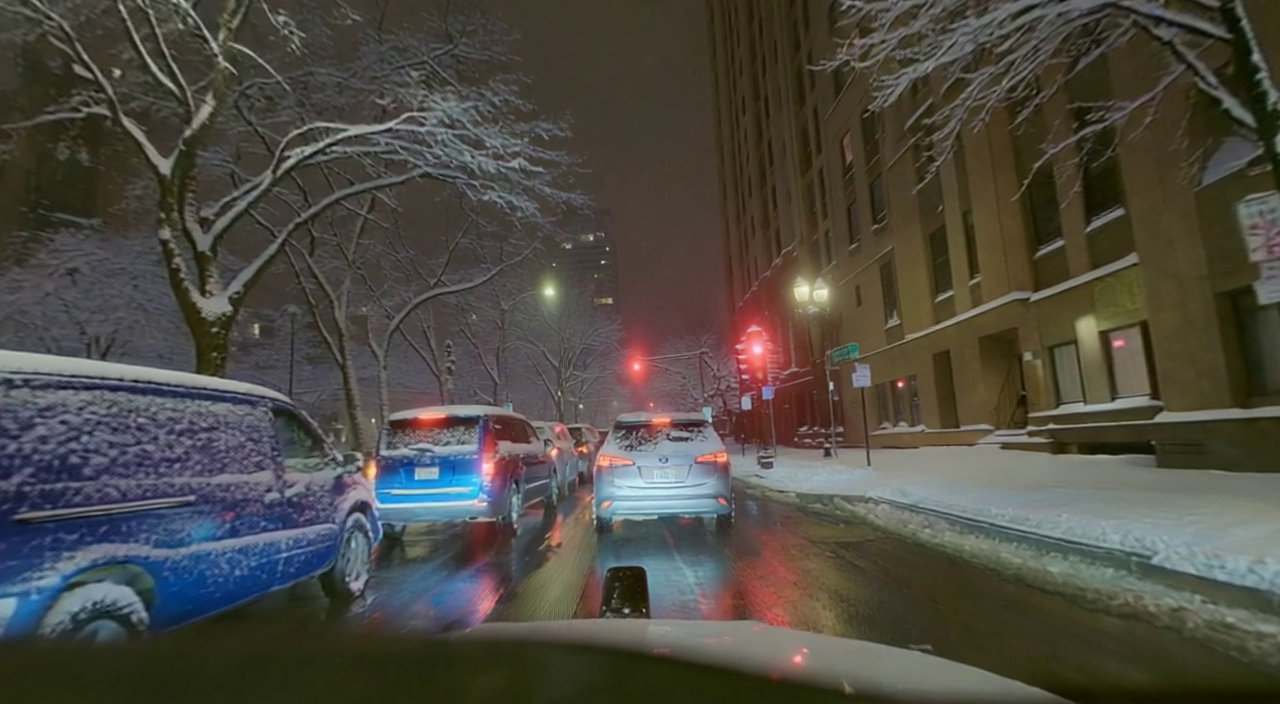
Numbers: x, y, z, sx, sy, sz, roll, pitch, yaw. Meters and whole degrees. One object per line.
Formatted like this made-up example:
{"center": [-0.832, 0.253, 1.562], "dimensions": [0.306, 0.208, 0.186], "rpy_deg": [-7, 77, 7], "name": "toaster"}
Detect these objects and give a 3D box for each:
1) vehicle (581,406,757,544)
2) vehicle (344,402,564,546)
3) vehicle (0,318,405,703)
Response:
{"center": [0.375, 1.844, 9.976], "dimensions": [2.205, 1.727, 3.917], "rpy_deg": [0, -8, 0], "name": "vehicle"}
{"center": [-2.641, 1.882, 10.330], "dimensions": [2.124, 1.799, 4.587], "rpy_deg": [0, -8, 1], "name": "vehicle"}
{"center": [-3.169, 1.012, 3.886], "dimensions": [1.940, 1.722, 3.823], "rpy_deg": [0, -8, 0], "name": "vehicle"}
